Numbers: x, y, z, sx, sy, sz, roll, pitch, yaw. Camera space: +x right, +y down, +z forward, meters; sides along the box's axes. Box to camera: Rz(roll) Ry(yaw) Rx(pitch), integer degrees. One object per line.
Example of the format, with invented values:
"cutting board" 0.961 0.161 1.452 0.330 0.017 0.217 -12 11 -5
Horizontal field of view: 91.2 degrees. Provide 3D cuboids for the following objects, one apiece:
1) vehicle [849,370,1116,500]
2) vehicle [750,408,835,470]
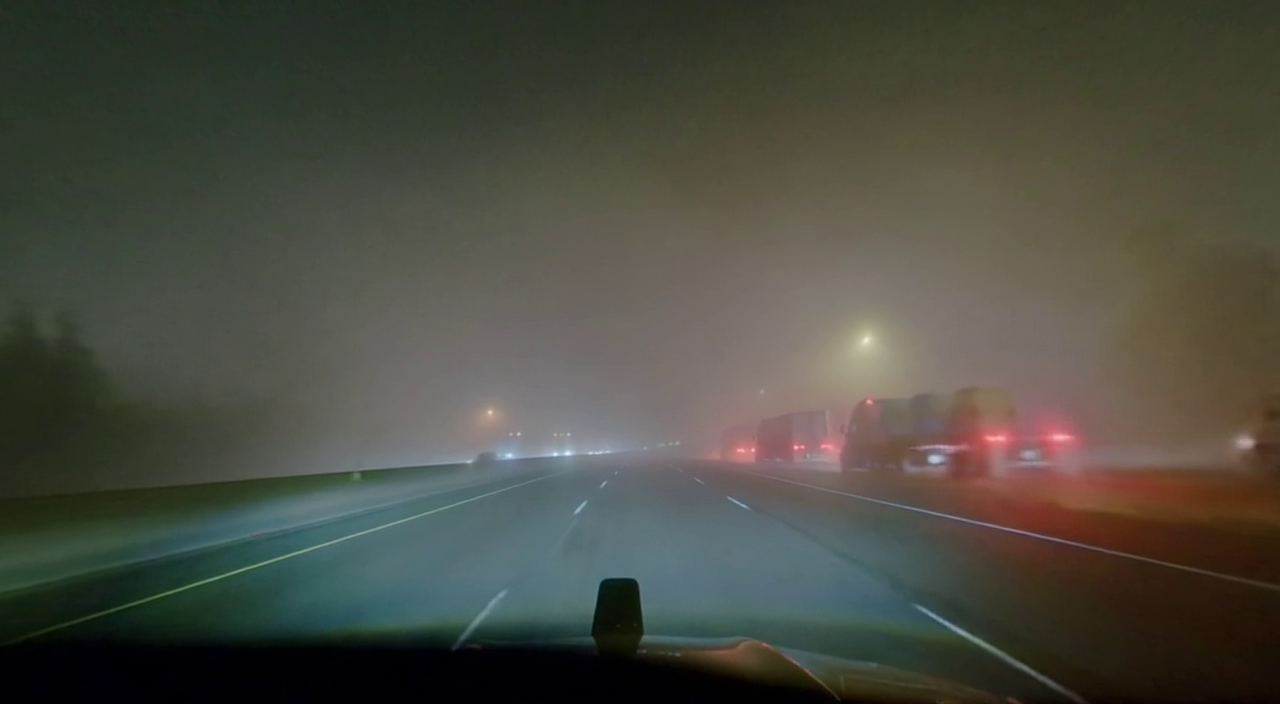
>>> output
"vehicle" 11.345 3.183 23.281 2.741 3.505 12.591 0 -9 0
"vehicle" 11.247 6.787 48.216 2.850 4.038 14.497 0 -9 0
